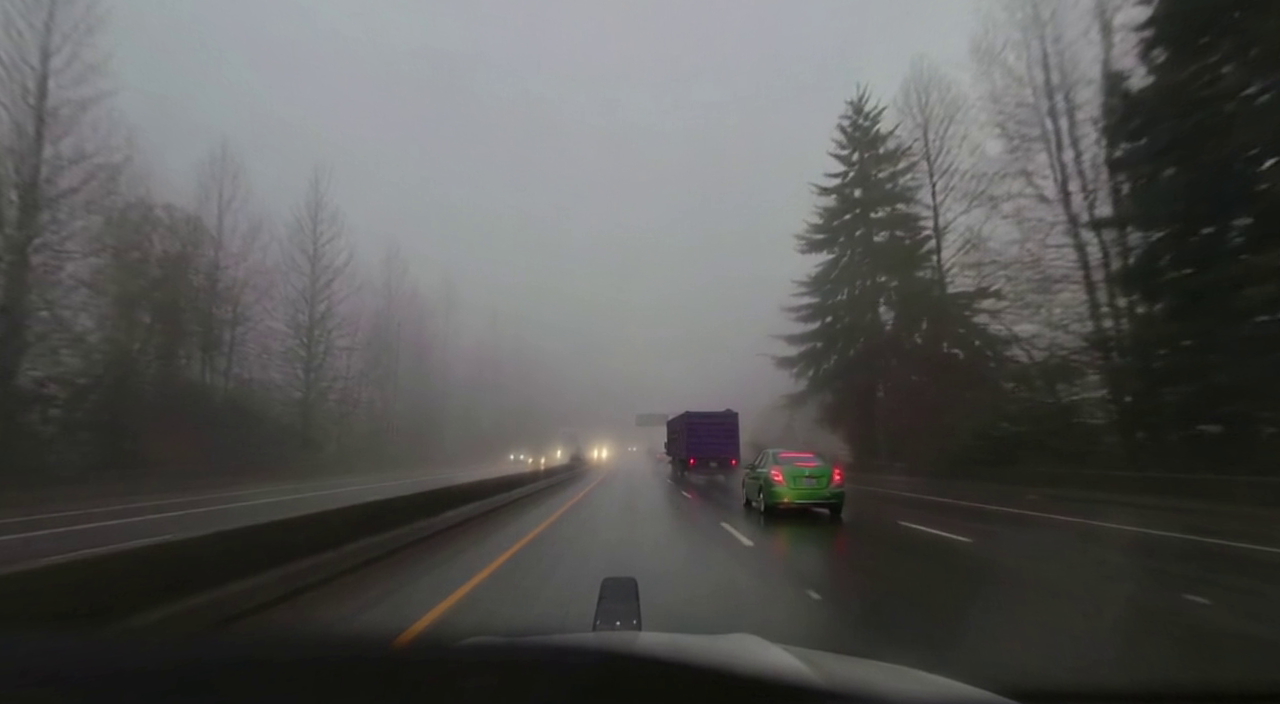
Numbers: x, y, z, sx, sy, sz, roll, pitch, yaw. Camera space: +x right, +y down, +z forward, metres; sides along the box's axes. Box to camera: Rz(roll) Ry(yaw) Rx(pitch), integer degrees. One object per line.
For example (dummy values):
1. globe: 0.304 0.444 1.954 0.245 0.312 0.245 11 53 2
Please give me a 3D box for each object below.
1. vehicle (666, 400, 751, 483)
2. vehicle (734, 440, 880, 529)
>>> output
1. vehicle: 3.252 4.986 34.455 2.916 3.563 14.462 -1 -9 -1
2. vehicle: 3.307 2.700 13.271 1.971 1.558 3.834 -1 -9 -1
